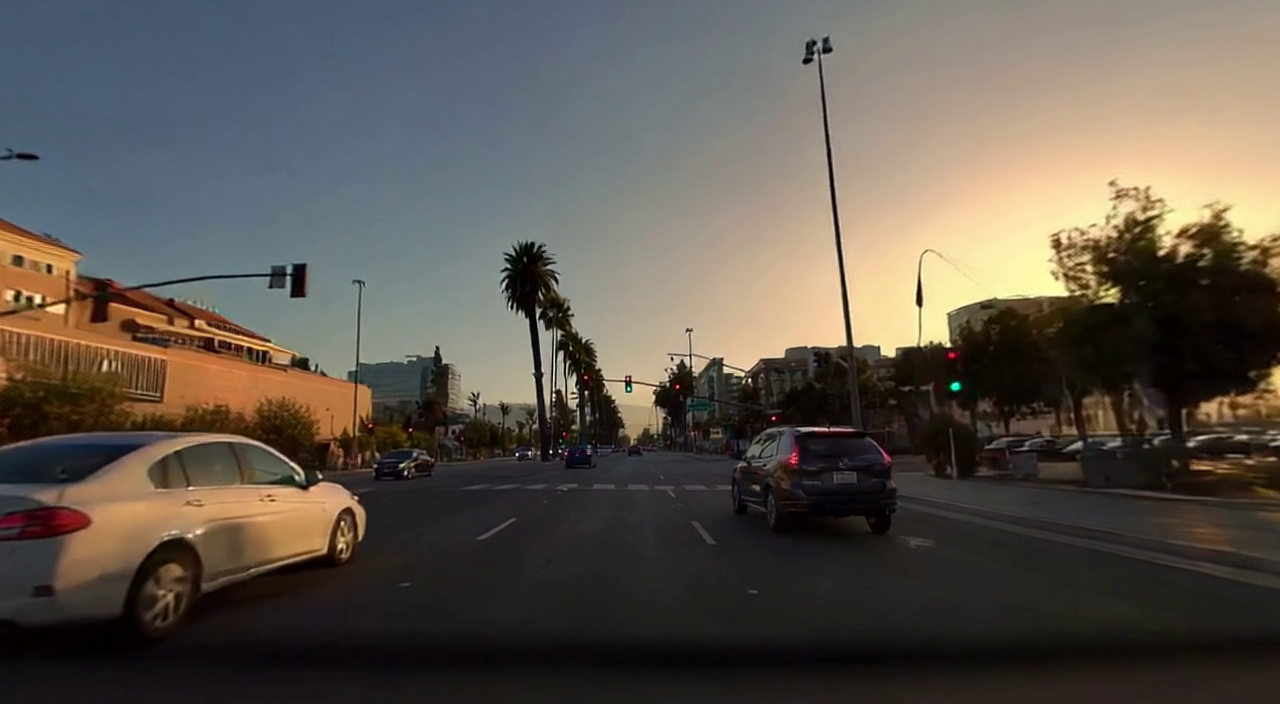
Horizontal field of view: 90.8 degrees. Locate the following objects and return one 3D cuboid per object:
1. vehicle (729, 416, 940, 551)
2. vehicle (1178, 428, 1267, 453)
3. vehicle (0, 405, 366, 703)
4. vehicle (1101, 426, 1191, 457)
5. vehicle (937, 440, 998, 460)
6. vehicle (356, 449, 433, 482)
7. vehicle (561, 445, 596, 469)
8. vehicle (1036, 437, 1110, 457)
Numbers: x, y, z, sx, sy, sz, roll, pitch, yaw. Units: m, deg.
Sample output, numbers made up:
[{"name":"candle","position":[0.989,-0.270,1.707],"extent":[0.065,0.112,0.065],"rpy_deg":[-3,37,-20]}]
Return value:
[{"name":"vehicle","position":[2.820,2.021,10.354],"extent":[1.982,1.711,4.276],"rpy_deg":[0,-9,-2]},{"name":"vehicle","position":[44.358,6.758,48.149],"extent":[4.683,1.798,1.980],"rpy_deg":[0,-9,1]},{"name":"vehicle","position":[-4.203,1.371,5.286],"extent":[2.063,1.578,3.915],"rpy_deg":[0,-9,0]},{"name":"vehicle","position":[38.608,6.812,48.332],"extent":[4.854,1.957,2.173],"rpy_deg":[-4,-8,0]},{"name":"vehicle","position":[25.847,7.764,49.940],"extent":[4.068,1.503,1.844],"rpy_deg":[-5,-10,27]},{"name":"vehicle","position":[-12.428,5.743,32.347],"extent":[1.991,1.517,4.760],"rpy_deg":[0,-9,0]},{"name":"vehicle","position":[-4.043,6.957,42.150],"extent":[2.034,1.498,3.995],"rpy_deg":[0,-9,-1]},{"name":"vehicle","position":[33.150,7.303,48.420],"extent":[4.314,1.459,1.800],"rpy_deg":[-1,-9,2]}]
